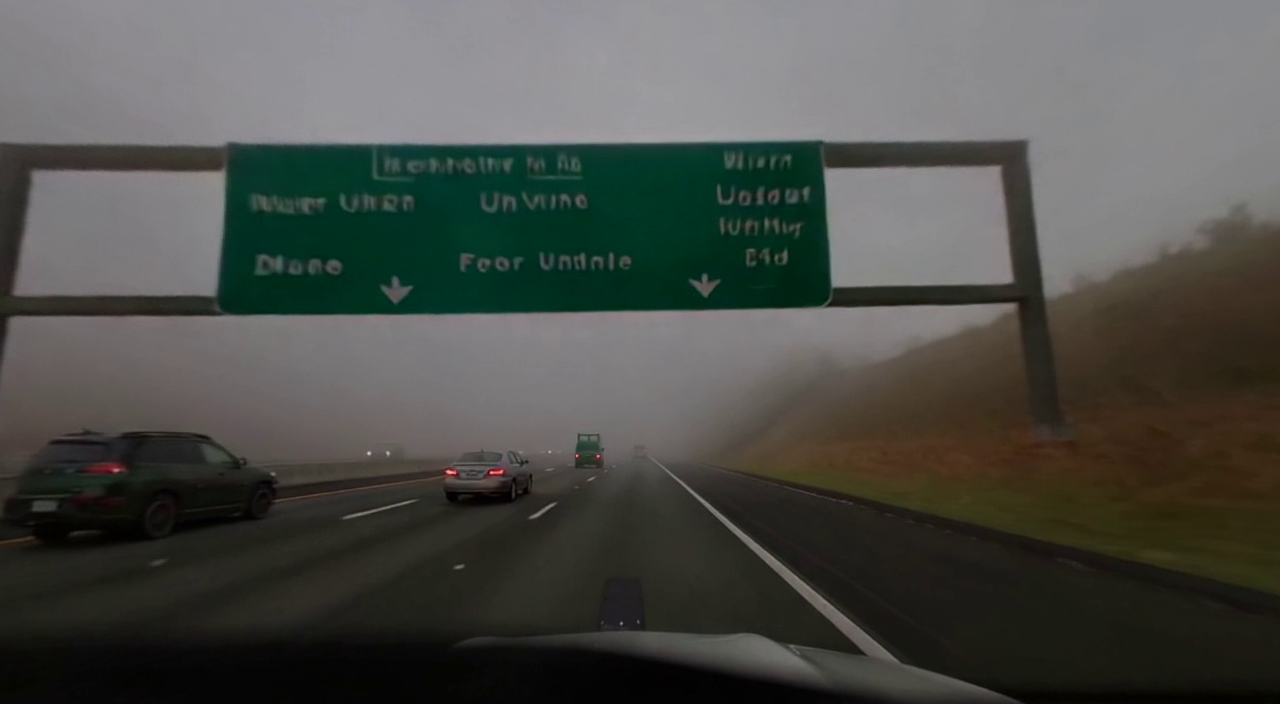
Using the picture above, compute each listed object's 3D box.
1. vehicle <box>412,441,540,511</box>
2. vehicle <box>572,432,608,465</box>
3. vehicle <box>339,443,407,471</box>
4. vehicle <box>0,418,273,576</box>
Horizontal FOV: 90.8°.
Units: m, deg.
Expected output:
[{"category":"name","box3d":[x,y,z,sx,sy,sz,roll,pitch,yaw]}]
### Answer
[{"category":"vehicle","box3d":[-3.684,2.858,14.963,1.924,1.436,3.915,0,-9,1]},{"category":"vehicle","box3d":[-3.849,7.614,49.917,2.290,2.453,5.561,0,-9,1]},{"category":"vehicle","box3d":[-15.685,6.187,37.384,1.959,1.549,4.625,0,-9,0]},{"category":"vehicle","box3d":[-7.257,1.772,8.452,2.091,1.558,4.220,0,-9,0]}]
